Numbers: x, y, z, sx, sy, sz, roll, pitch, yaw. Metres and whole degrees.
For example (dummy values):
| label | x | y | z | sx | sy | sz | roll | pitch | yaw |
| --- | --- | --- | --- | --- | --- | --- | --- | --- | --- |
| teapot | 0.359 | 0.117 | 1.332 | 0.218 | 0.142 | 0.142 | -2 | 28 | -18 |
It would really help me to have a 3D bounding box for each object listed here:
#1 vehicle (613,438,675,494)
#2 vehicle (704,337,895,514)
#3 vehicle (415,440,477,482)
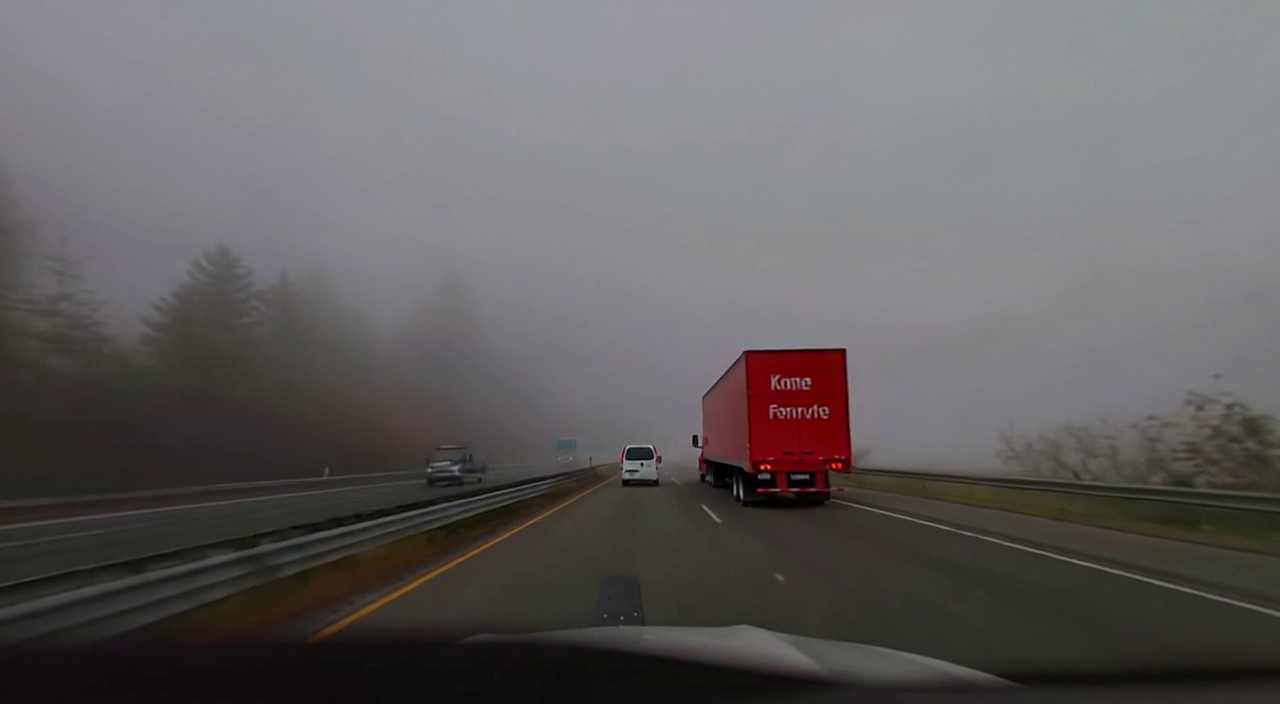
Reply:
| label | x | y | z | sx | sy | sz | roll | pitch | yaw |
| --- | --- | --- | --- | --- | --- | --- | --- | --- | --- |
| vehicle | 0.172 | 4.177 | 23.355 | 2.105 | 1.865 | 4.102 | 0 | -9 | 1 |
| vehicle | 4.193 | 2.616 | 20.532 | 3.030 | 3.985 | 12.707 | 0 | -9 | 1 |
| vehicle | -12.770 | 7.211 | 41.917 | 2.227 | 2.465 | 5.698 | -2 | -9 | 1 |
